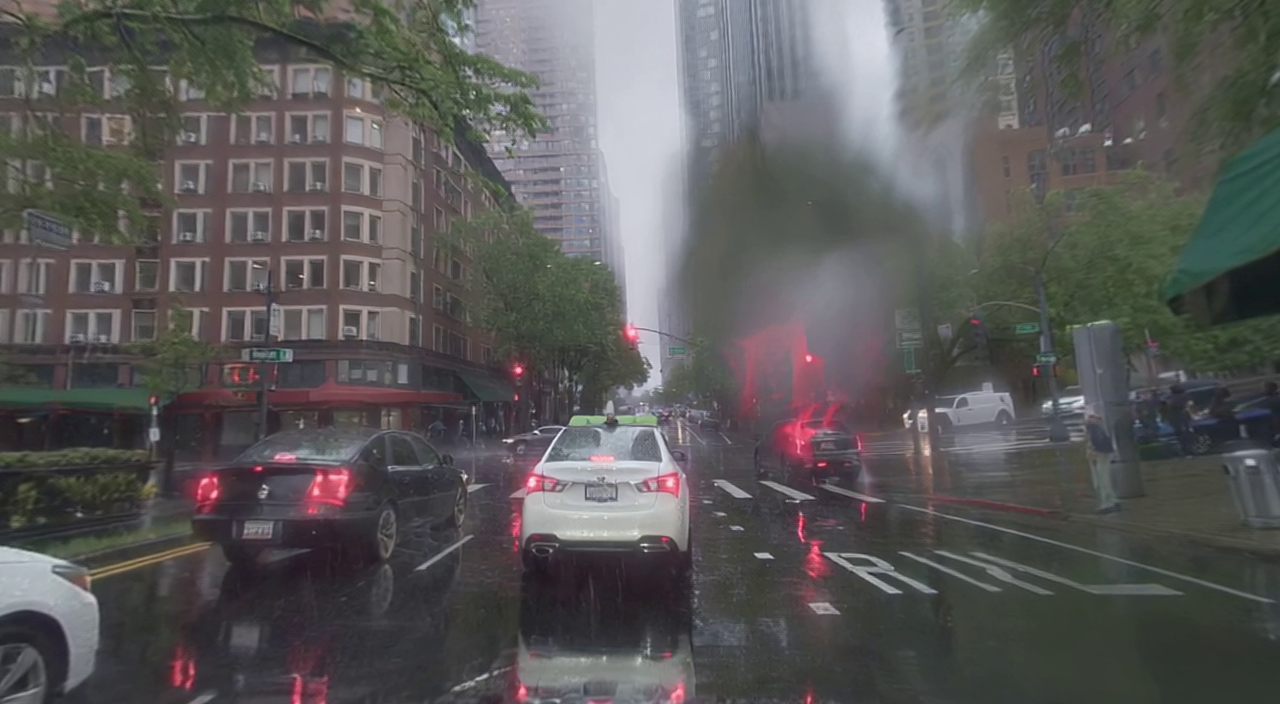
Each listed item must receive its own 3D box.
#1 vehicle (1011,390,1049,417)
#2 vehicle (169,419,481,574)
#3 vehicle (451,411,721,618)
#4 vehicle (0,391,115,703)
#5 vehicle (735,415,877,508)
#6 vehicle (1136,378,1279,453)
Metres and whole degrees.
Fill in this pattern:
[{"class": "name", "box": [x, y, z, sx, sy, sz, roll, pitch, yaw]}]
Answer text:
[{"class": "vehicle", "box": [30.040, 4.009, 48.577, 1.979, 1.769, 4.657, -6, -10, 35]}, {"class": "vehicle", "box": [-3.685, 1.758, 8.486, 1.934, 1.522, 4.287, 0, -8, 0]}, {"class": "vehicle", "box": [-0.416, 1.501, 6.724, 1.999, 1.520, 3.896, 0, -8, 0]}, {"class": "vehicle", "box": [-3.906, 0.702, 1.189, 1.995, 1.524, 4.438, 0, -8, 0]}, {"class": "vehicle", "box": [3.338, 2.320, 13.688, 1.958, 1.667, 4.392, 0, -8, 2]}, {"class": "vehicle", "box": [21.641, 2.359, 22.874, 5.863, 2.493, 2.354, 2, -9, -12]}]
